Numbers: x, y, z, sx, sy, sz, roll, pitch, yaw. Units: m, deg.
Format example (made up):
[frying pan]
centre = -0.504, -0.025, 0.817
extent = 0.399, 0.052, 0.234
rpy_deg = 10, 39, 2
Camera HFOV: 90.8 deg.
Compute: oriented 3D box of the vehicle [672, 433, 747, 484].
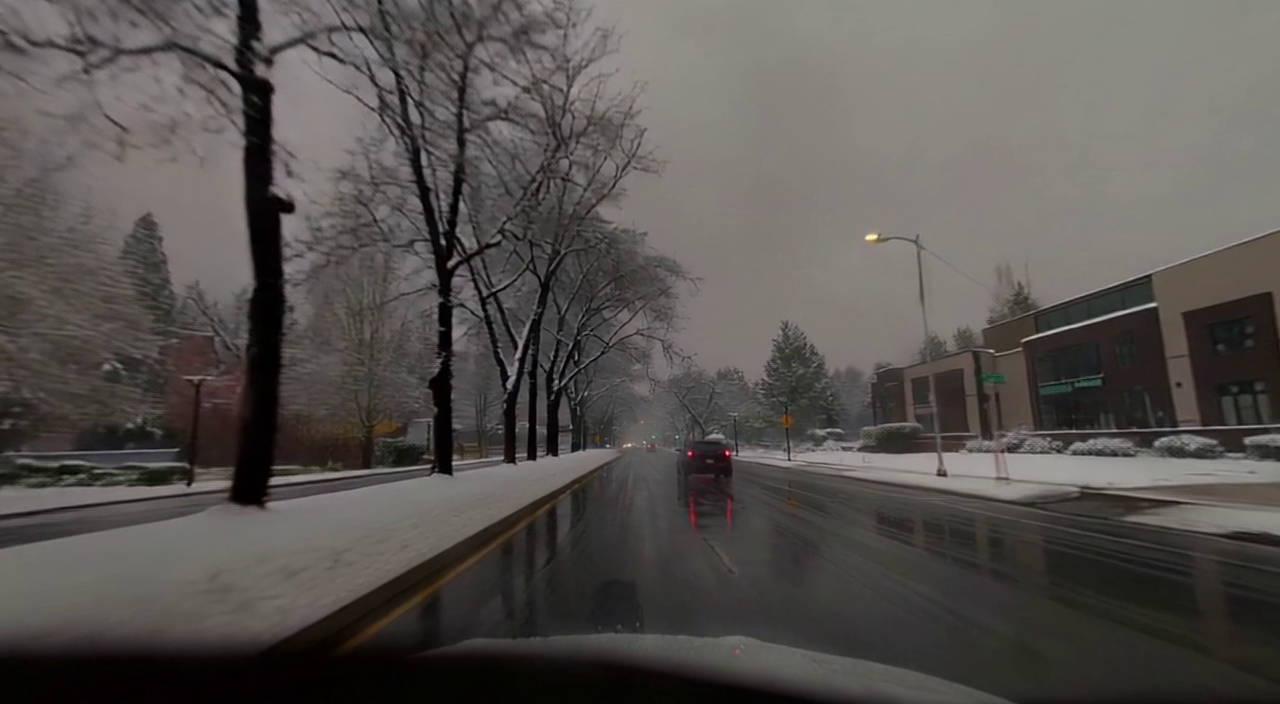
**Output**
[vehicle]
centre = 2.548, 4.069, 24.454
extent = 2.240, 1.740, 4.605
rpy_deg = 0, -8, -2
